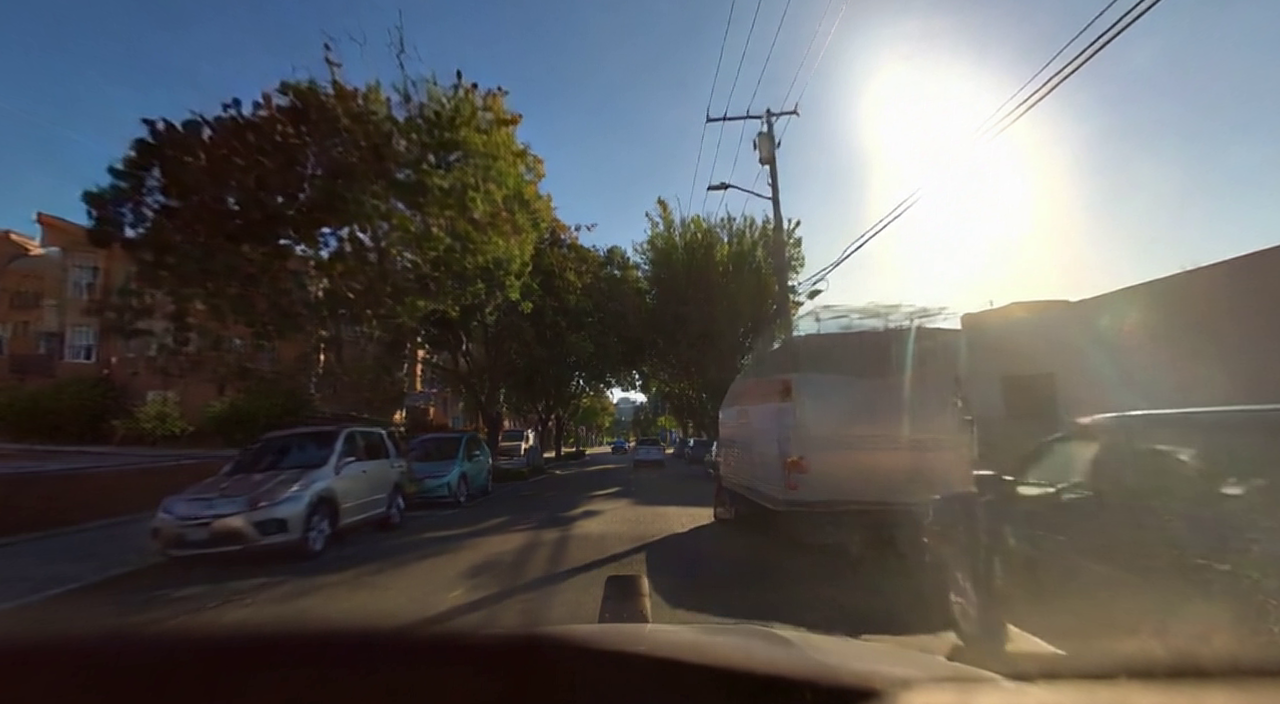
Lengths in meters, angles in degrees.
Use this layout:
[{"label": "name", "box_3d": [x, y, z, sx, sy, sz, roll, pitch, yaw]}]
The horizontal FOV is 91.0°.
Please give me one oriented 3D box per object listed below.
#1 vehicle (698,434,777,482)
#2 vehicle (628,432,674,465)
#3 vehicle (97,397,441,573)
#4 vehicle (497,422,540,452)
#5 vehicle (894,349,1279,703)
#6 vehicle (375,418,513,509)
[{"label": "vehicle", "box_3d": [3.248, 3.614, 21.835, 2.086, 1.498, 4.280, 0, -8, 1]}, {"label": "vehicle", "box_3d": [0.526, 4.669, 30.570, 2.095, 1.510, 3.605, 0, -8, 1]}, {"label": "vehicle", "box_3d": [-4.574, 1.538, 8.766, 2.022, 1.721, 4.355, 1, -3, 2]}, {"label": "vehicle", "box_3d": [-7.930, 5.584, 41.517, 2.010, 1.747, 4.266, 0, -5, 0]}, {"label": "vehicle", "box_3d": [3.030, 0.979, 3.106, 1.901, 1.649, 4.118, 0, -8, 1]}, {"label": "vehicle", "box_3d": [-4.254, 2.402, 14.316, 1.911, 1.573, 3.637, 2, -3, 0]}]
